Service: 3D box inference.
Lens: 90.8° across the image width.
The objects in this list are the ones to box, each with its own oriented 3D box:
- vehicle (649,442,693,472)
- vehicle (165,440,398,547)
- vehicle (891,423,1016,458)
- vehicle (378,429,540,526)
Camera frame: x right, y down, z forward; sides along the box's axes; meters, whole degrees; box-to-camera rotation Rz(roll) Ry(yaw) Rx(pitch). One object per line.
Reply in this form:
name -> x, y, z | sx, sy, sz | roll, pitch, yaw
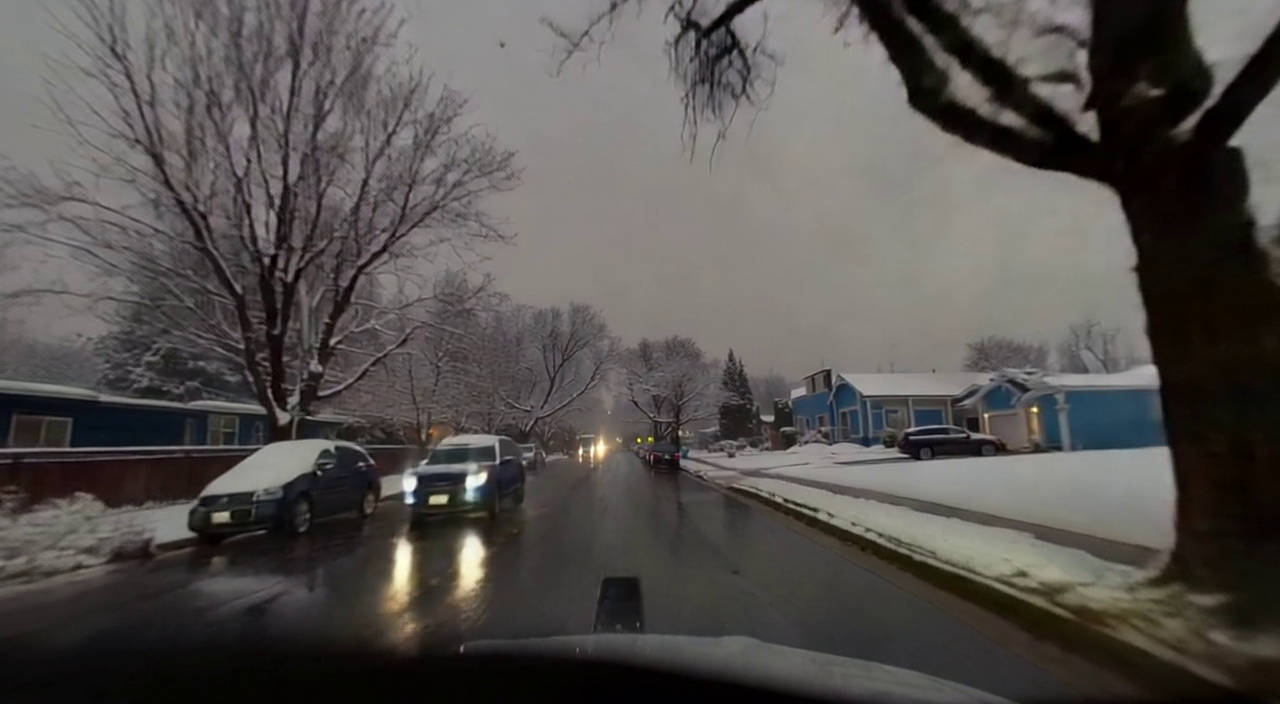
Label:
vehicle -> 1.668, 5.811, 35.295 | 1.996, 1.516, 4.122 | 0, -8, -4
vehicle -> -6.483, 2.536, 12.141 | 2.031, 1.662, 4.194 | 0, -8, 0
vehicle -> 13.284, 3.794, 27.050 | 4.370, 1.433, 1.889 | -2, -8, 12
vehicle -> -3.566, 2.540, 13.438 | 2.106, 1.688, 4.392 | 0, -8, 0
